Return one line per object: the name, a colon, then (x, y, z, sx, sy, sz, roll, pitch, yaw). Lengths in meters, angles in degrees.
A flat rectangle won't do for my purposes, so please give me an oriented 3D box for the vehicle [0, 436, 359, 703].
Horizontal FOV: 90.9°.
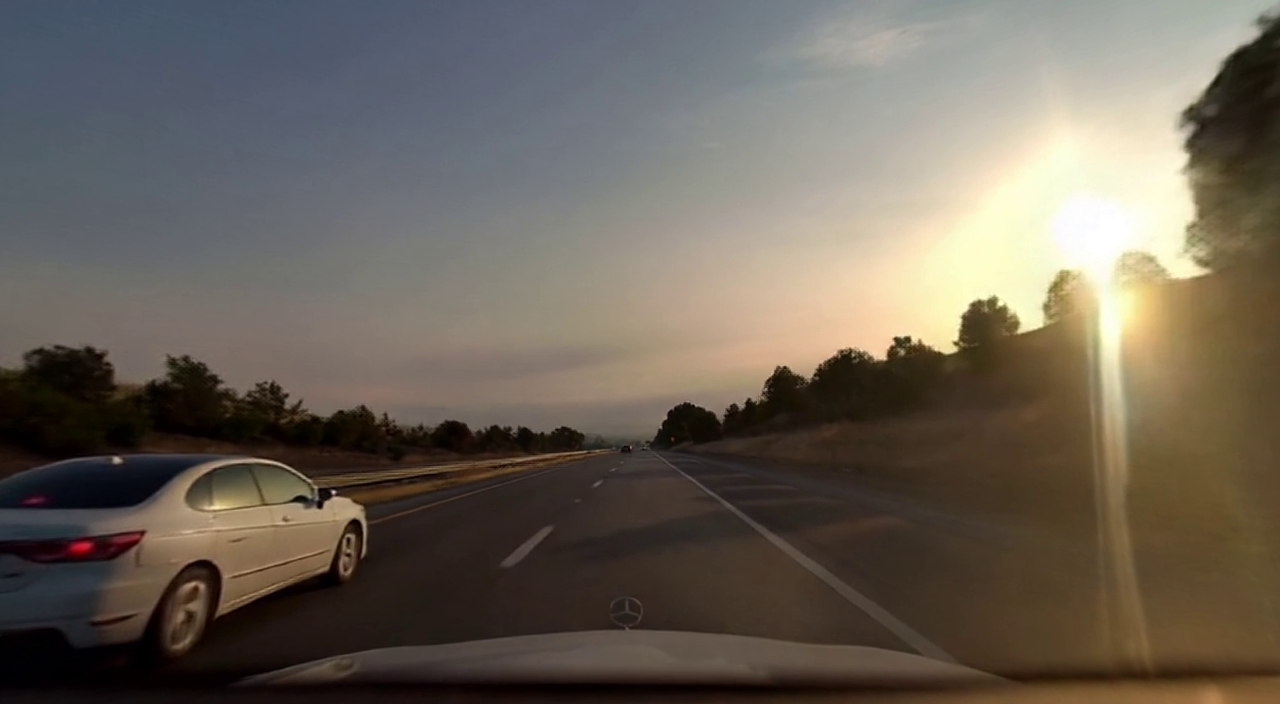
vehicle: (-3.626, 1.141, 3.420, 2.096, 1.343, 4.503, 0, -8, 0)
